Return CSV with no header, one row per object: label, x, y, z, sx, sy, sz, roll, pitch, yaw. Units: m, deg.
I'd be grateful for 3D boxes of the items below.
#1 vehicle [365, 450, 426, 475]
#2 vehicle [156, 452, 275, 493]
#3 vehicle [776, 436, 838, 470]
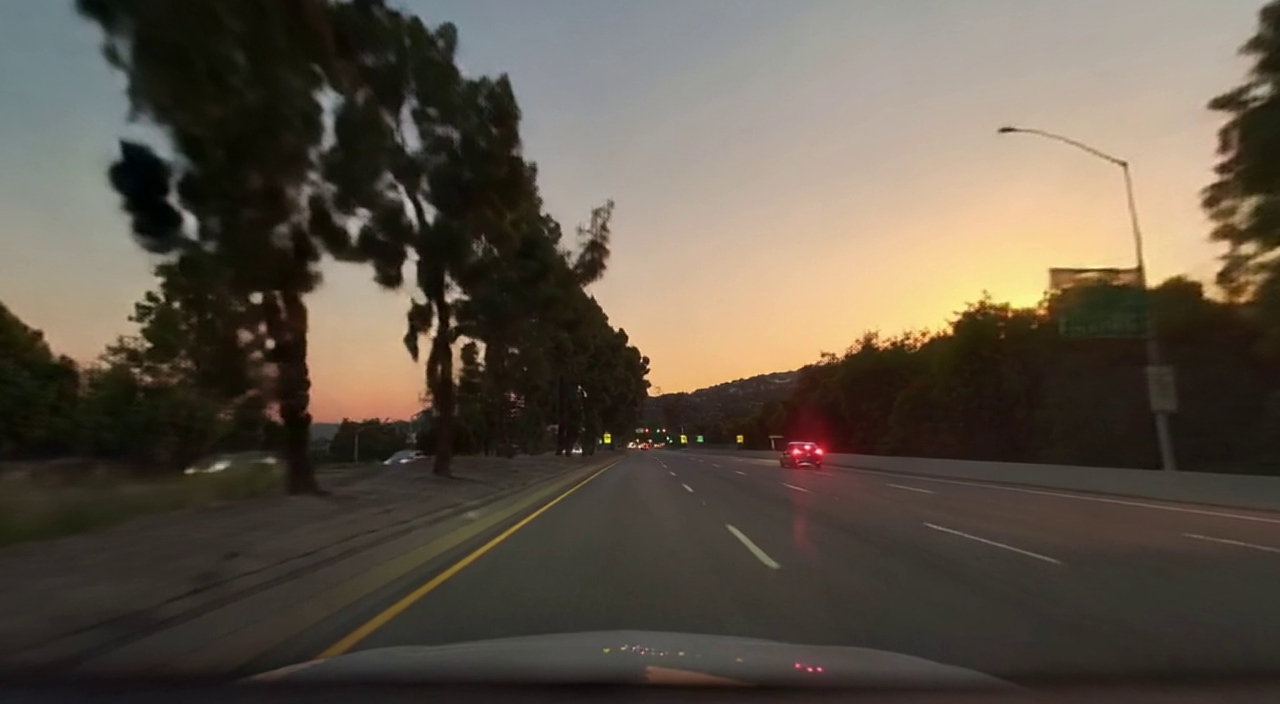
vehicle,-15.505,7.023,40.237,1.972,1.473,4.632,0,-9,1
vehicle,-18.670,5.276,27.980,2.043,1.627,4.595,0,-9,1
vehicle,9.452,5.763,36.064,2.170,1.830,4.720,0,-9,0
